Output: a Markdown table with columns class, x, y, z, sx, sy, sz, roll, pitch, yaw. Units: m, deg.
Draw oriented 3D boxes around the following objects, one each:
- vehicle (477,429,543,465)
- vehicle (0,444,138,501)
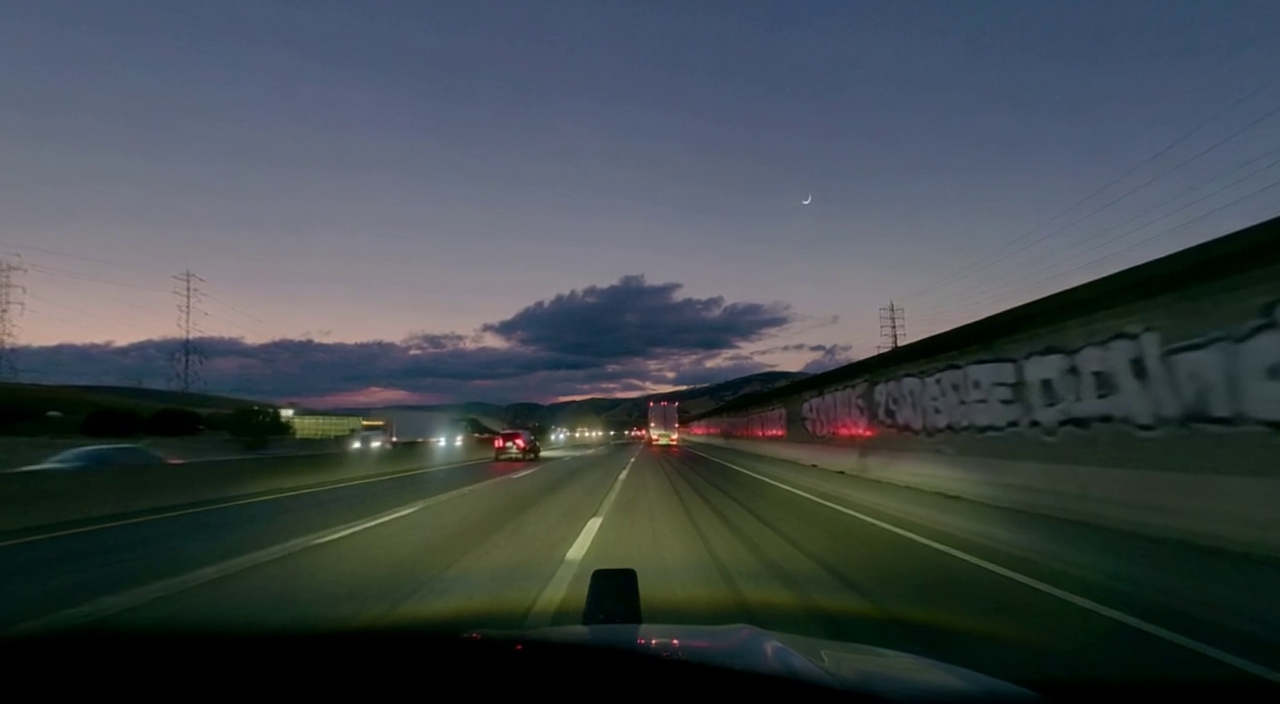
| class | x | y | z | sx | sy | sz | roll | pitch | yaw |
| --- | --- | --- | --- | --- | --- | --- | --- | --- | --- |
| vehicle | -5.740 | 4.228 | 28.351 | 1.965 | 1.486 | 4.448 | 0 | -8 | 1 |
| vehicle | -17.174 | 3.409 | 18.337 | 1.781 | 1.409 | 3.993 | 0 | -8 | 0 |
